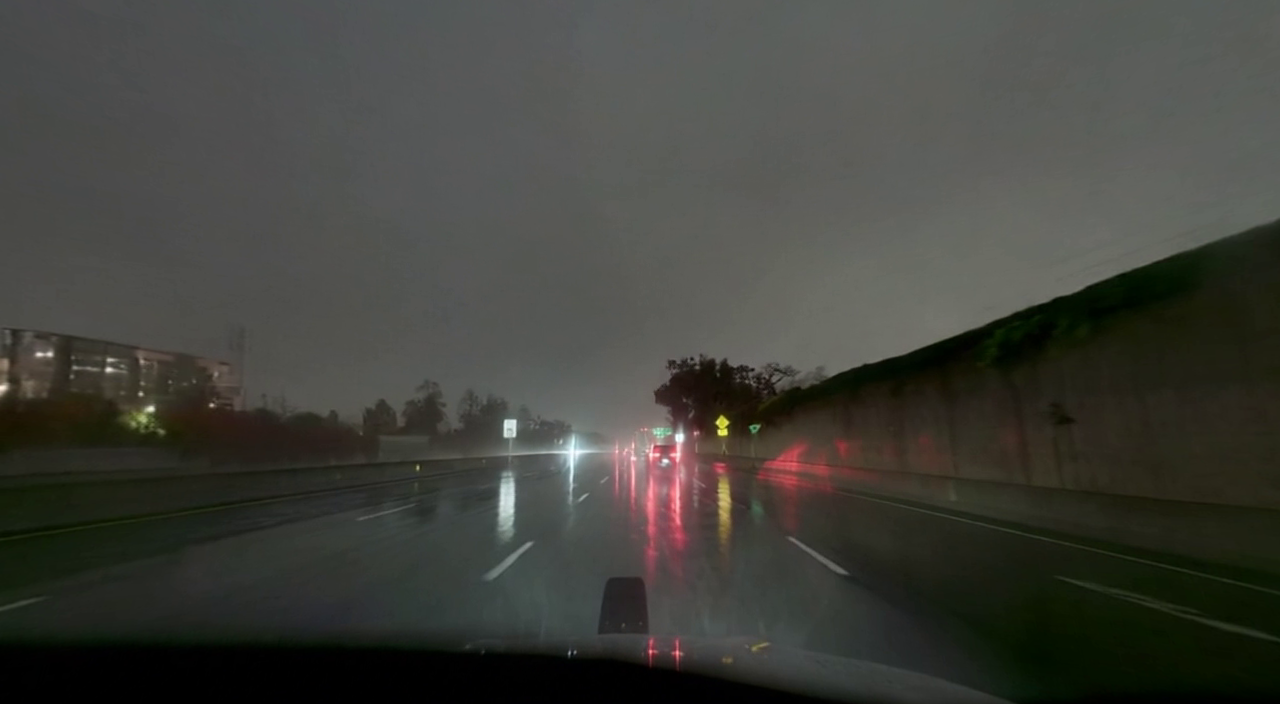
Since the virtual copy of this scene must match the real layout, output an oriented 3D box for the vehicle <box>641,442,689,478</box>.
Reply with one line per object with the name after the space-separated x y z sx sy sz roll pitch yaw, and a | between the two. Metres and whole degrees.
1.088 5.023 29.415 1.973 1.536 4.337 0 -9 -1 | vehicle
